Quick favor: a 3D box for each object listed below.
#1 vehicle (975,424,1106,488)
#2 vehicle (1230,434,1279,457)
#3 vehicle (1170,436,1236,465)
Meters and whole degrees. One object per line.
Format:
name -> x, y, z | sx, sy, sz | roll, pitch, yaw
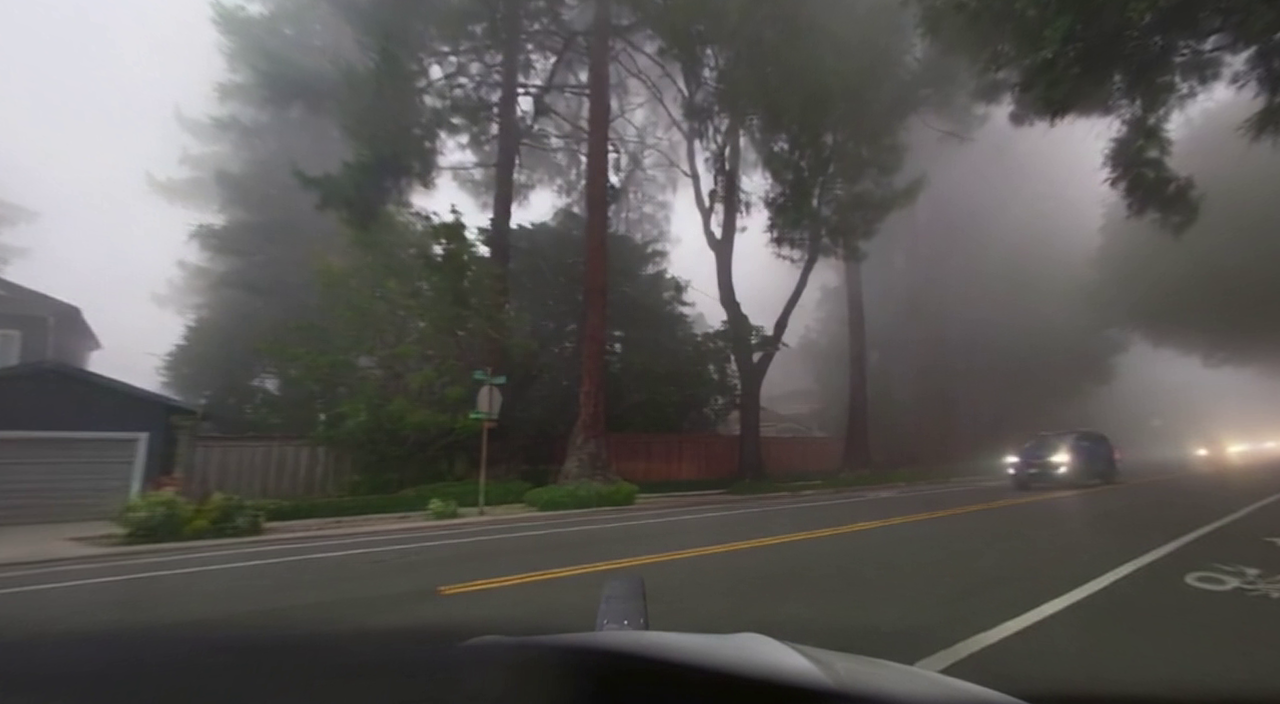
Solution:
vehicle -> 13.041, 3.342, 20.433 | 4.528, 1.835, 2.089 | 7, -11, -38
vehicle -> 48.586, 7.378, 49.720 | 4.755, 1.691, 2.167 | 7, -11, -38
vehicle -> 31.585, 5.501, 35.304 | 4.222, 1.498, 1.906 | 7, -11, -38
